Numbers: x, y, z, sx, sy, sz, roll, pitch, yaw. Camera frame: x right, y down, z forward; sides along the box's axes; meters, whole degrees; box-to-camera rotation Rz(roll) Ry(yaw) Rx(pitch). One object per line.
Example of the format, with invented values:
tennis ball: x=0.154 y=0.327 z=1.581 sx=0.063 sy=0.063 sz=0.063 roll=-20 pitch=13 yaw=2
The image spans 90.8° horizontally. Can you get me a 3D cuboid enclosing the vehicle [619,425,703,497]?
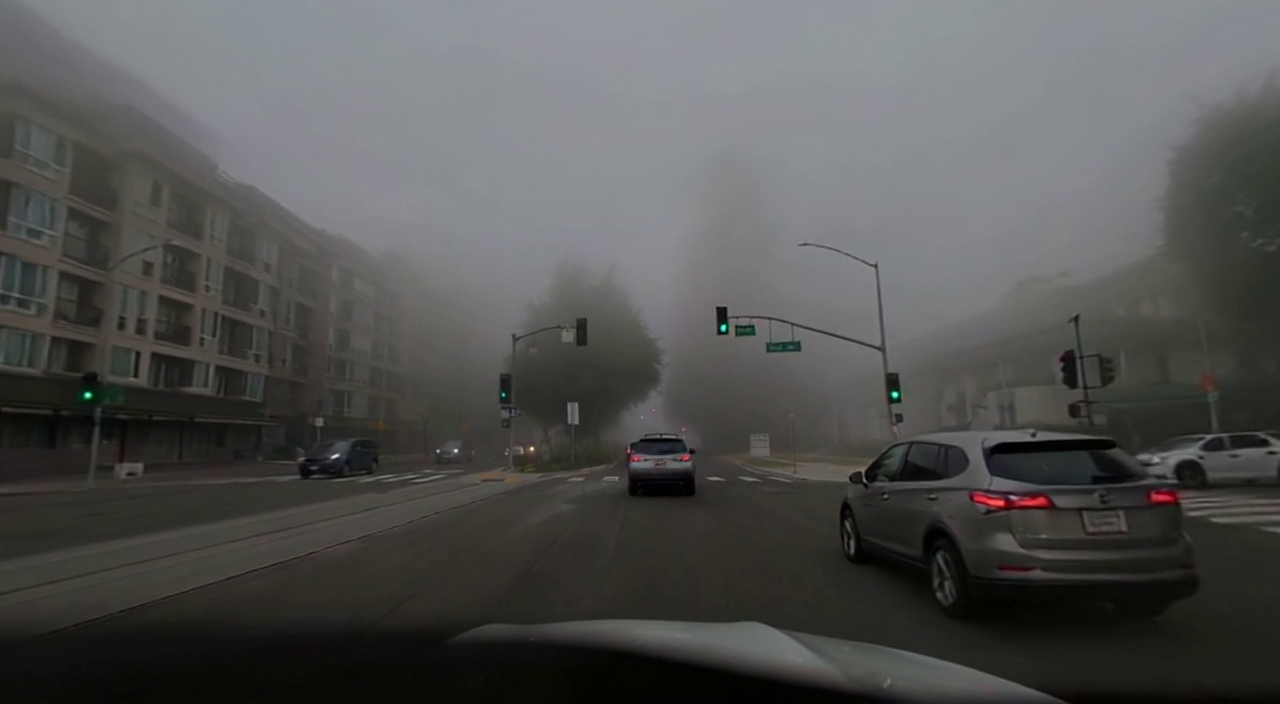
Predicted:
vehicle: x=0.728 y=3.267 z=19.366 sx=2.206 sy=1.858 sz=5.332 roll=-1 pitch=-8 yaw=4

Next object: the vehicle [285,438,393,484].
vehicle: x=-12.535 y=4.548 z=26.756 sx=1.964 sy=1.712 sz=5.236 roll=0 pitch=-8 yaw=0

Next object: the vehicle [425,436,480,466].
vehicle: x=-12.430 y=6.594 z=42.212 sx=2.076 sy=1.836 sz=4.847 roll=0 pitch=-8 yaw=1

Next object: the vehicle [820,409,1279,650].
vehicle: x=3.387 y=1.505 z=6.419 sx=1.906 sy=1.608 sz=4.137 roll=0 pitch=-8 yaw=0
